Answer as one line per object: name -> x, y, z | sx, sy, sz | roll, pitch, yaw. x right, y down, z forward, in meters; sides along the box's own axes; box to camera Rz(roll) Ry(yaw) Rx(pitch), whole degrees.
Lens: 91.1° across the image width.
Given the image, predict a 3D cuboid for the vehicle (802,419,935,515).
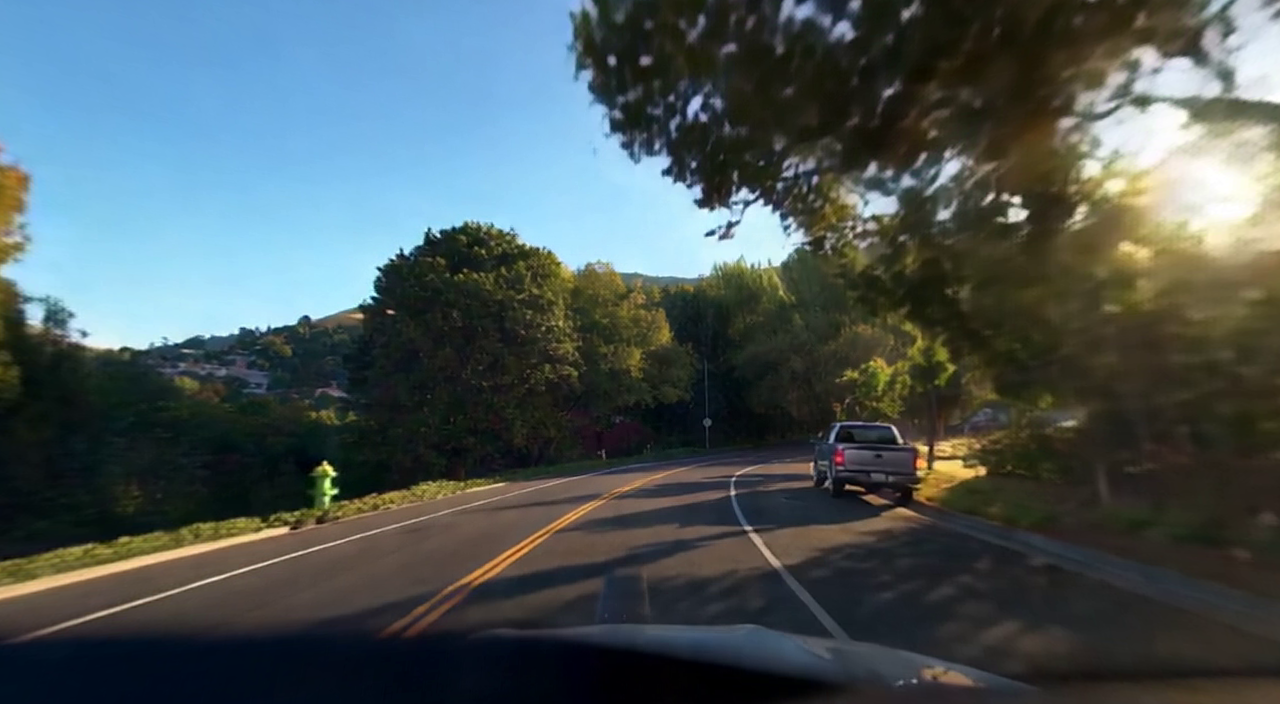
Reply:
vehicle -> 4.988, 2.516, 14.419 | 1.992, 1.817, 4.467 | 0, -8, 9
